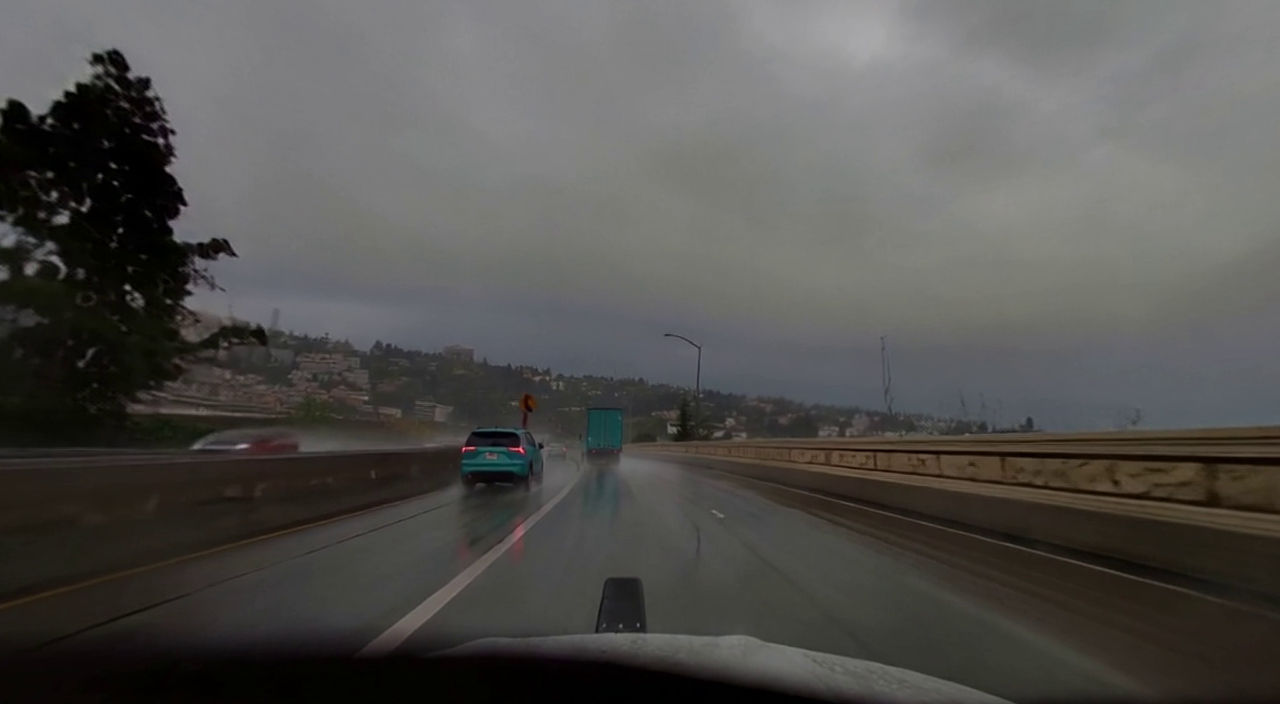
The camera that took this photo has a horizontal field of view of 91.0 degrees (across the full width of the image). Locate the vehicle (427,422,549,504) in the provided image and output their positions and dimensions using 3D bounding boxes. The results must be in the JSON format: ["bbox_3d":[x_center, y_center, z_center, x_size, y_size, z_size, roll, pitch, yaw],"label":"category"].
[{"bbox_3d":[-3.577,2.719,15.761,2.041,1.734,4.391,1,-9,-1],"label":"vehicle"}]

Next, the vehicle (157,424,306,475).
[{"bbox_3d":[-13.398,3.248,21.077,1.988,1.499,4.591,1,-9,-2],"label":"vehicle"}]

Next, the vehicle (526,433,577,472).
[{"bbox_3d":[-4.293,4.959,31.172,2.044,1.740,4.361,1,-9,-3],"label":"vehicle"}]
